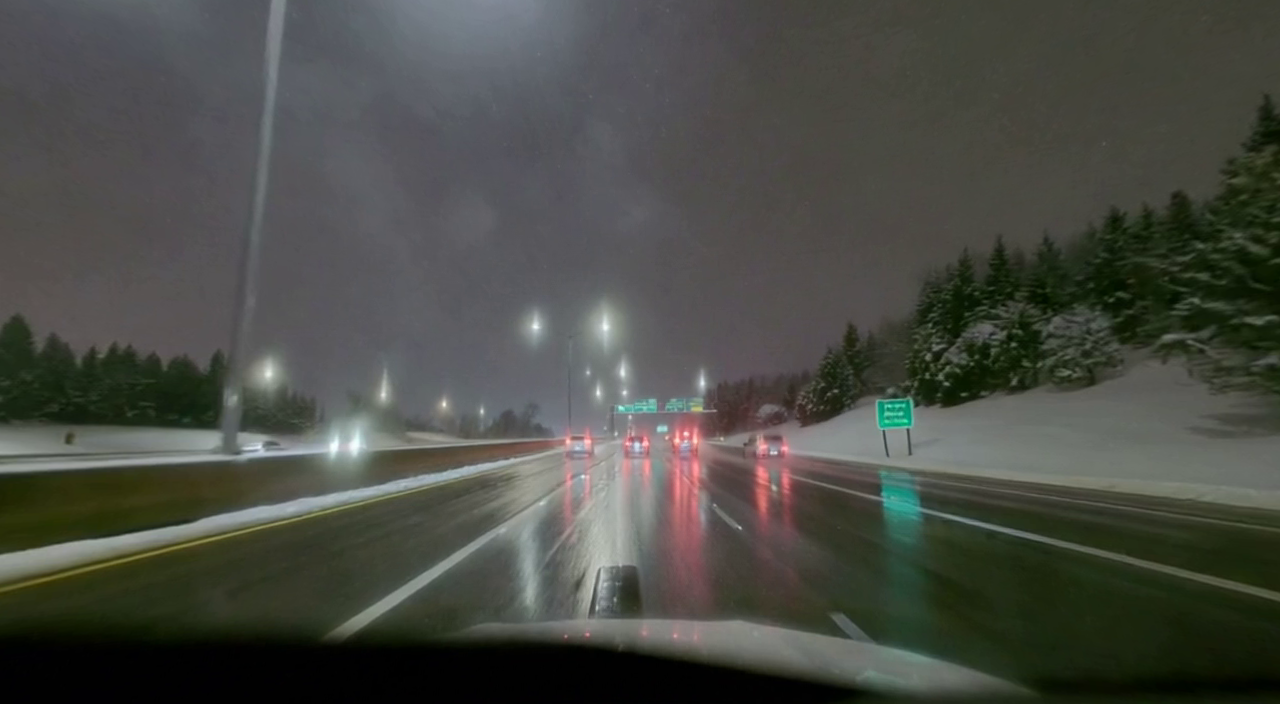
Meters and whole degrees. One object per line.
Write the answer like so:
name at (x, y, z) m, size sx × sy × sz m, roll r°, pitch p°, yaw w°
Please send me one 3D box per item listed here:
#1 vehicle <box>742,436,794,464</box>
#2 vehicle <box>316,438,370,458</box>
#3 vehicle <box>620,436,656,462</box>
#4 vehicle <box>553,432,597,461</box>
vehicle at (7.281, 5.639, 36.437) m, size 1.935 × 1.478 × 4.433 m, roll 0°, pitch -9°, yaw -1°
vehicle at (-22.937, 7.458, 48.989) m, size 1.970 × 1.465 × 4.722 m, roll 0°, pitch -9°, yaw 0°
vehicle at (-0.134, 5.731, 37.298) m, size 1.985 × 1.457 × 4.227 m, roll 0°, pitch -8°, yaw 0°
vehicle at (-3.902, 5.836, 38.860) m, size 2.123 × 1.661 × 4.601 m, roll 0°, pitch -8°, yaw 1°
